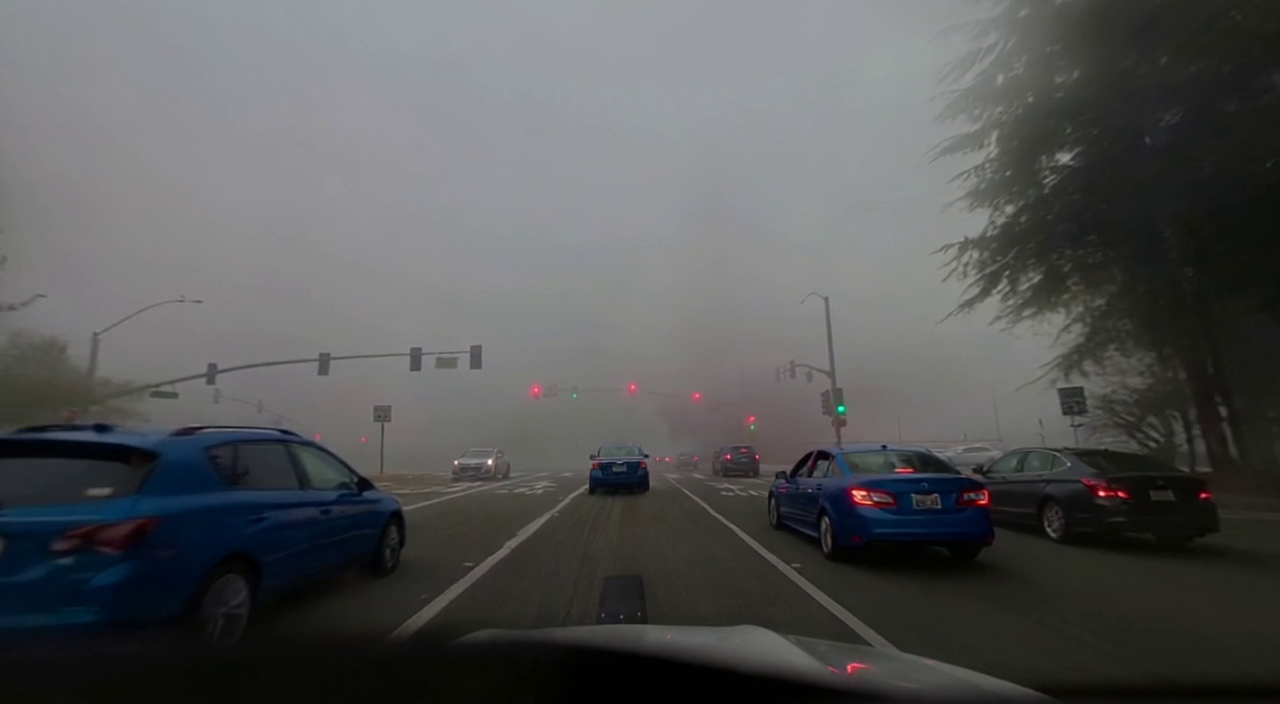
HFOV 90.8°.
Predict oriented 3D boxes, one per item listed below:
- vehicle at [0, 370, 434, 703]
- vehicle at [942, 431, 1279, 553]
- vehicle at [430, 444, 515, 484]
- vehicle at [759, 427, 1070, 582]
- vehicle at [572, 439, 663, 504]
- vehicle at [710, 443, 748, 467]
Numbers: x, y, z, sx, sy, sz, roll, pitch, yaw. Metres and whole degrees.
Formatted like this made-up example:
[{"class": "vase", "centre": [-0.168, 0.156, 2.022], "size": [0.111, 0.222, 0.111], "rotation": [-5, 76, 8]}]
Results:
[{"class": "vehicle", "centre": [-3.286, 1.177, 4.597], "size": [2.073, 1.606, 4.364], "rotation": [0, -8, 0]}, {"class": "vehicle", "centre": [6.875, 2.011, 9.925], "size": [2.004, 1.455, 4.417], "rotation": [0, -8, -1]}, {"class": "vehicle", "centre": [-6.800, 4.586, 26.322], "size": [2.032, 1.448, 5.500], "rotation": [0, -8, 0]}, {"class": "vehicle", "centre": [3.121, 1.808, 8.479], "size": [2.053, 1.490, 4.464], "rotation": [0, -8, -2]}, {"class": "vehicle", "centre": [-0.536, 3.016, 16.495], "size": [2.065, 1.464, 4.216], "rotation": [0, -8, 0]}, {"class": "vehicle", "centre": [6.762, 7.898, 48.723], "size": [2.113, 1.789, 4.622], "rotation": [0, -8, -2]}]
